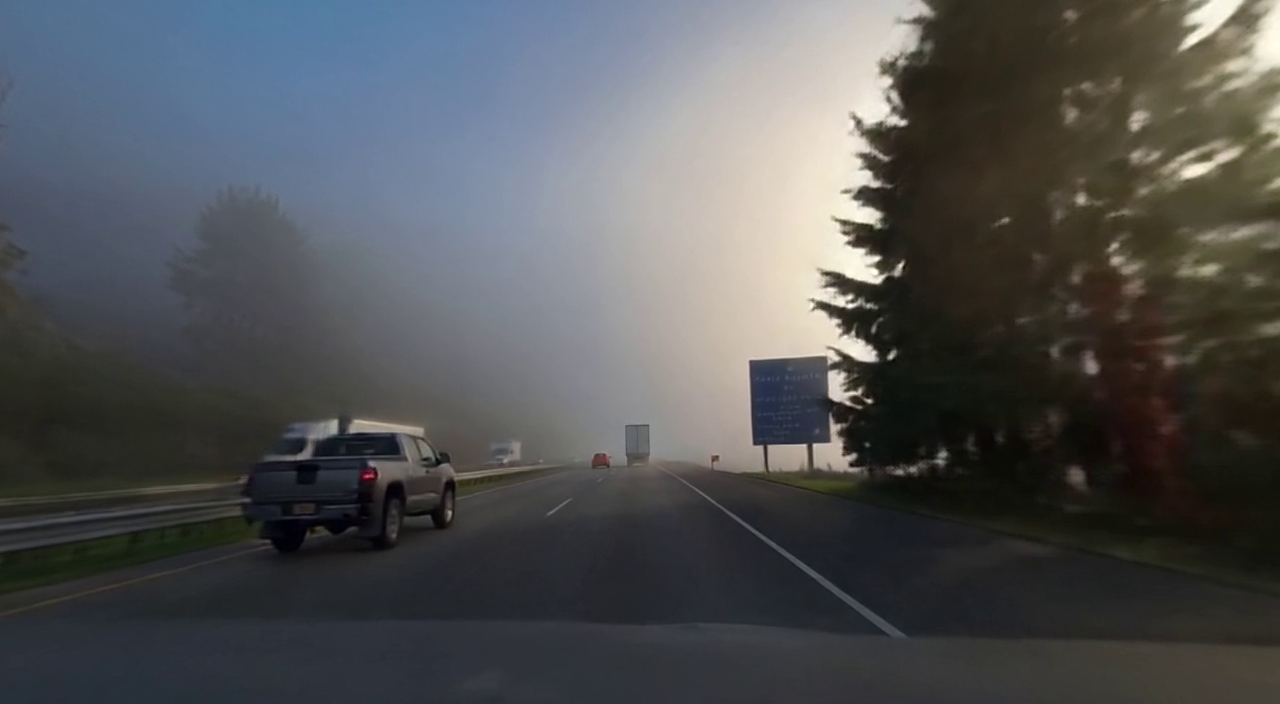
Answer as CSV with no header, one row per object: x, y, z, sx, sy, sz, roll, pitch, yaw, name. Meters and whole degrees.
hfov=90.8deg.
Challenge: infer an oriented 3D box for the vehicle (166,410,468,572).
-4.370,1.966,9.661,2.079,1.845,4.654,0,-9,1,vehicle
